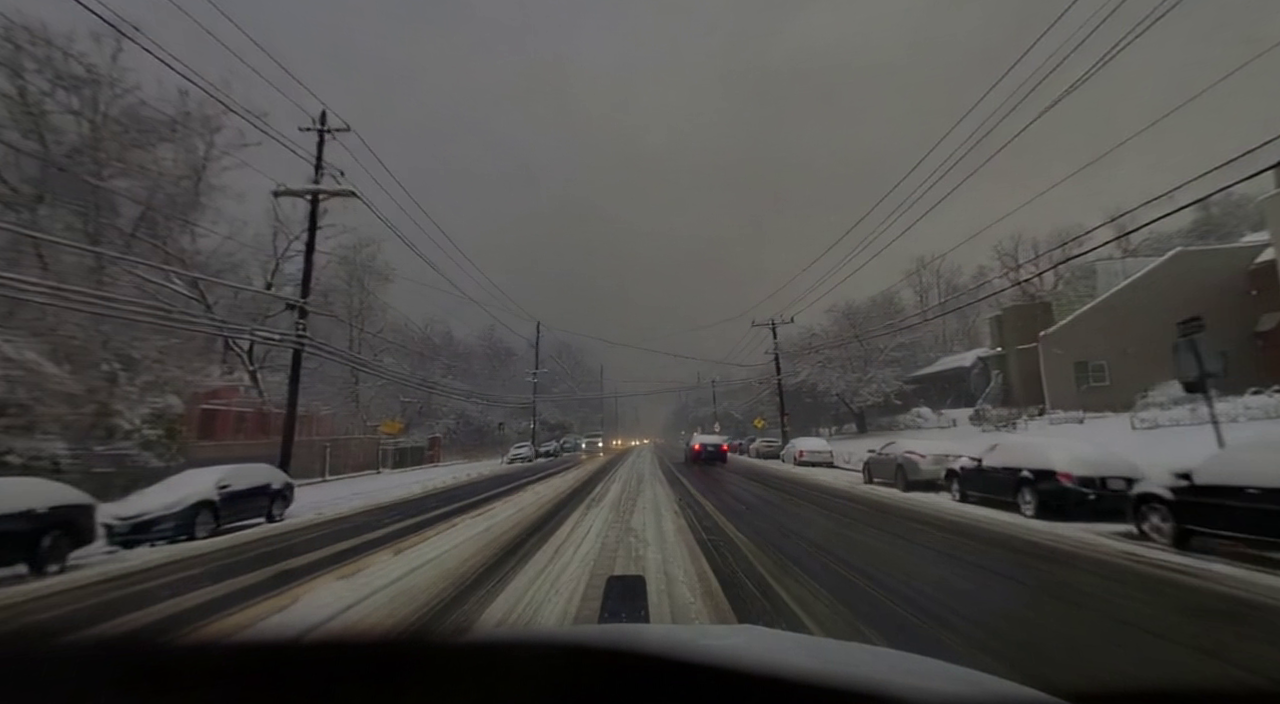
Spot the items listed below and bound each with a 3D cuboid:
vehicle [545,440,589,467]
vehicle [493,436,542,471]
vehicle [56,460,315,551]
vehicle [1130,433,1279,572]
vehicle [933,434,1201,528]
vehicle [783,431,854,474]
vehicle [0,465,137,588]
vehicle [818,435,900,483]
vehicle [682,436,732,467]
[{"bbox_3d":[-4.181,5.909,36.879,1.989,1.474,4.112,-1,-8,2],"label":"vehicle"},{"bbox_3d":[-8.891,7.314,46.081,2.419,2.087,5.334,-3,-6,0],"label":"vehicle"},{"bbox_3d":[-9.403,3.165,13.741,2.117,1.474,4.740,-1,-8,0],"label":"vehicle"},{"bbox_3d":[7.660,1.515,6.221,1.943,1.441,4.494,0,-8,-1],"label":"vehicle"},{"bbox_3d":[7.876,2.384,12.340,2.093,1.472,4.434,0,-8,-1],"label":"vehicle"},{"bbox_3d":[7.964,4.507,28.598,1.879,1.765,4.339,0,-8,-1],"label":"vehicle"},{"bbox_3d":[-9.470,2.438,8.399,1.944,1.524,4.404,-5,-8,1],"label":"vehicle"},{"bbox_3d":[8.004,3.913,23.351,1.836,1.500,3.630,3,-8,2],"label":"vehicle"},{"bbox_3d":[3.505,5.307,33.873,2.059,1.489,4.629,0,-8,-2],"label":"vehicle"}]
